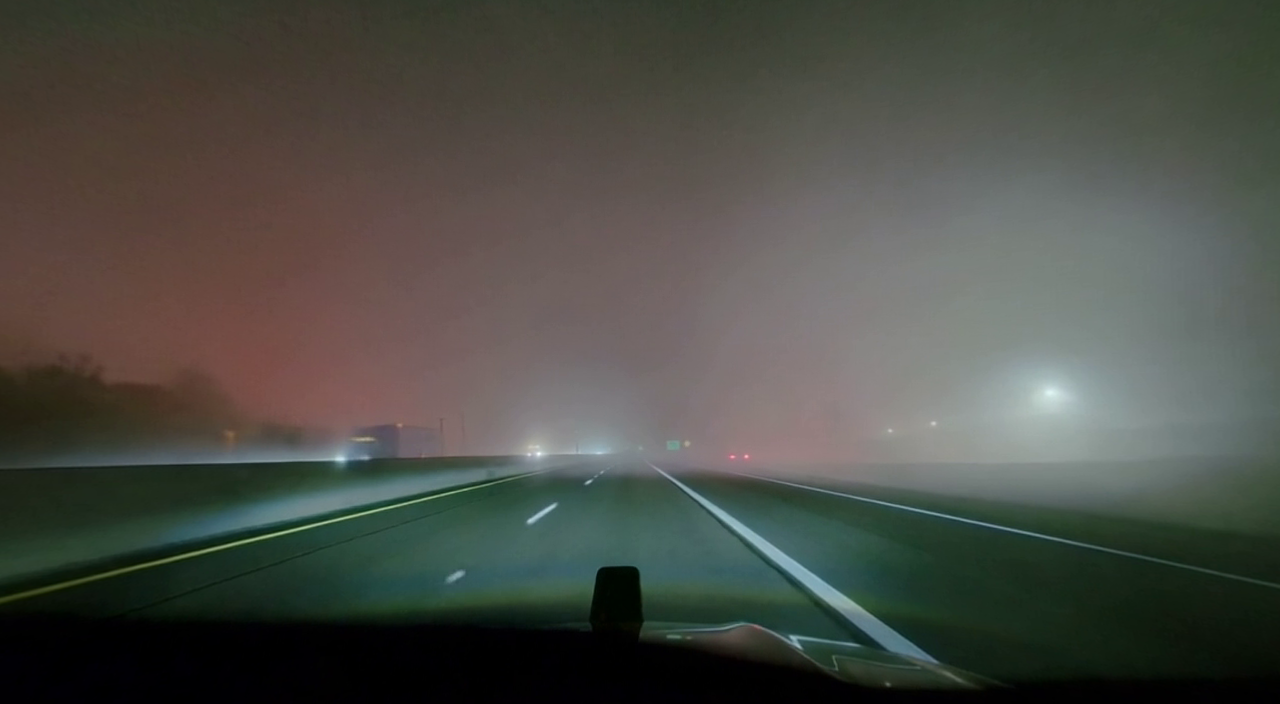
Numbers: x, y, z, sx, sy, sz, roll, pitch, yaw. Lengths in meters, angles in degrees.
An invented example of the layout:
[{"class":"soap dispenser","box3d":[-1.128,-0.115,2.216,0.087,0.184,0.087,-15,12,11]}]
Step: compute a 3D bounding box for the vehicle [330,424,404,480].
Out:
[{"class":"vehicle","box3d":[-20.543,7.543,47.726,2.942,3.931,5.873,-1,-9,0]}]
